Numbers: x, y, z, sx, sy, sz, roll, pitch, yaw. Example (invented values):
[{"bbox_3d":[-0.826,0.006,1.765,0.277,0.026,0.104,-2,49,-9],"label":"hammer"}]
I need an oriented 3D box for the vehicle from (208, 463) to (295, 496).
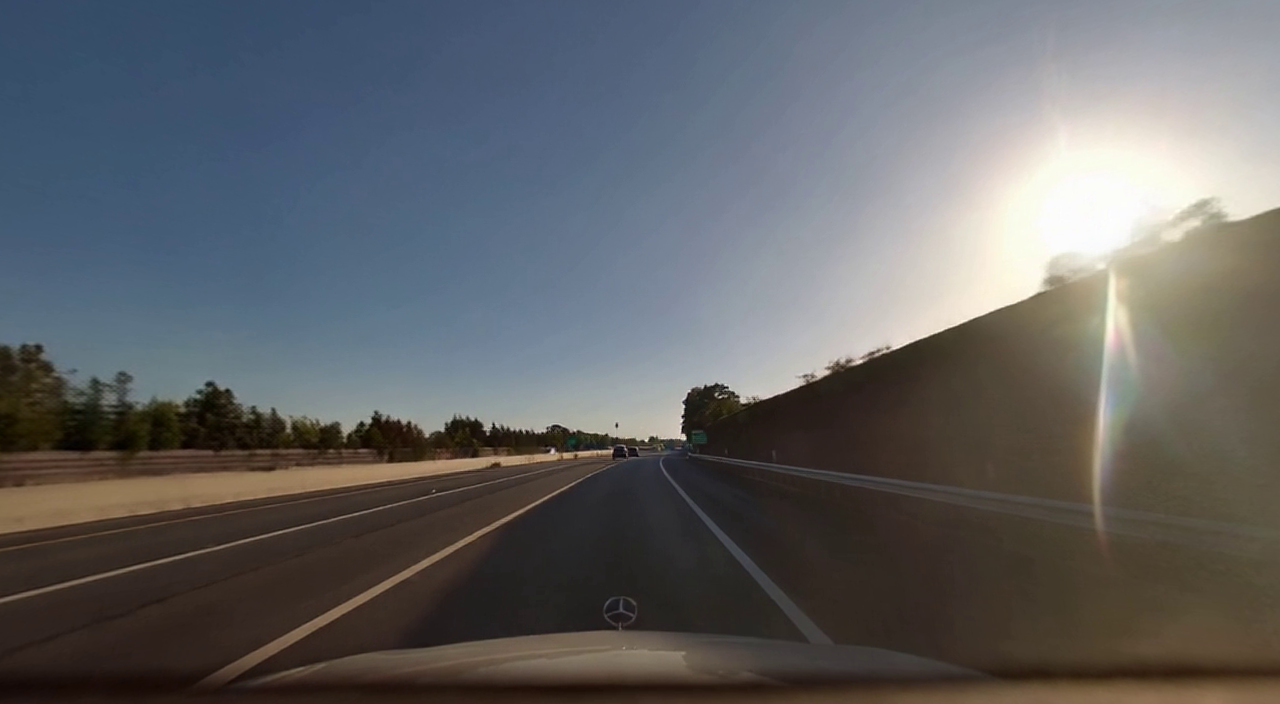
[{"bbox_3d":[-20.838,6.835,33.810,1.872,1.532,4.234,-1,-9,1],"label":"vehicle"}]
